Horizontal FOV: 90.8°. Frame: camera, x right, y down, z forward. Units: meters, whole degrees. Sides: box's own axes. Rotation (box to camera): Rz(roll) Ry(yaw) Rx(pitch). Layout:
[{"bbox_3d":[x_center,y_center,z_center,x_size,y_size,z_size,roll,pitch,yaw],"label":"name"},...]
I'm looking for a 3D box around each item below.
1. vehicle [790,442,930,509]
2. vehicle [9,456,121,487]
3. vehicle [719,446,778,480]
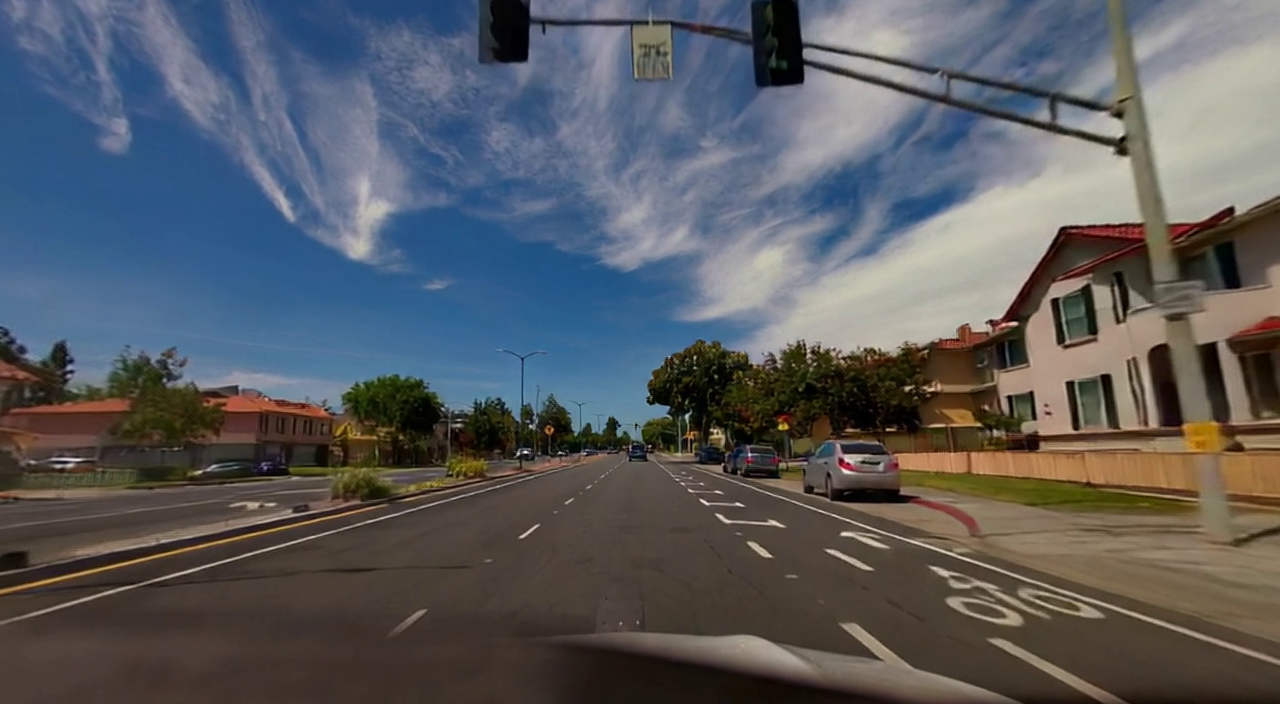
[{"bbox_3d":[5.741,3.271,17.291,2.066,1.552,4.799,0,-9,-1],"label":"vehicle"},{"bbox_3d":[-37.852,7.846,41.691,4.982,1.915,2.401,0,-9,0],"label":"vehicle"},{"bbox_3d":[5.553,5.736,33.111,2.131,1.604,5.543,0,-9,0],"label":"vehicle"}]
